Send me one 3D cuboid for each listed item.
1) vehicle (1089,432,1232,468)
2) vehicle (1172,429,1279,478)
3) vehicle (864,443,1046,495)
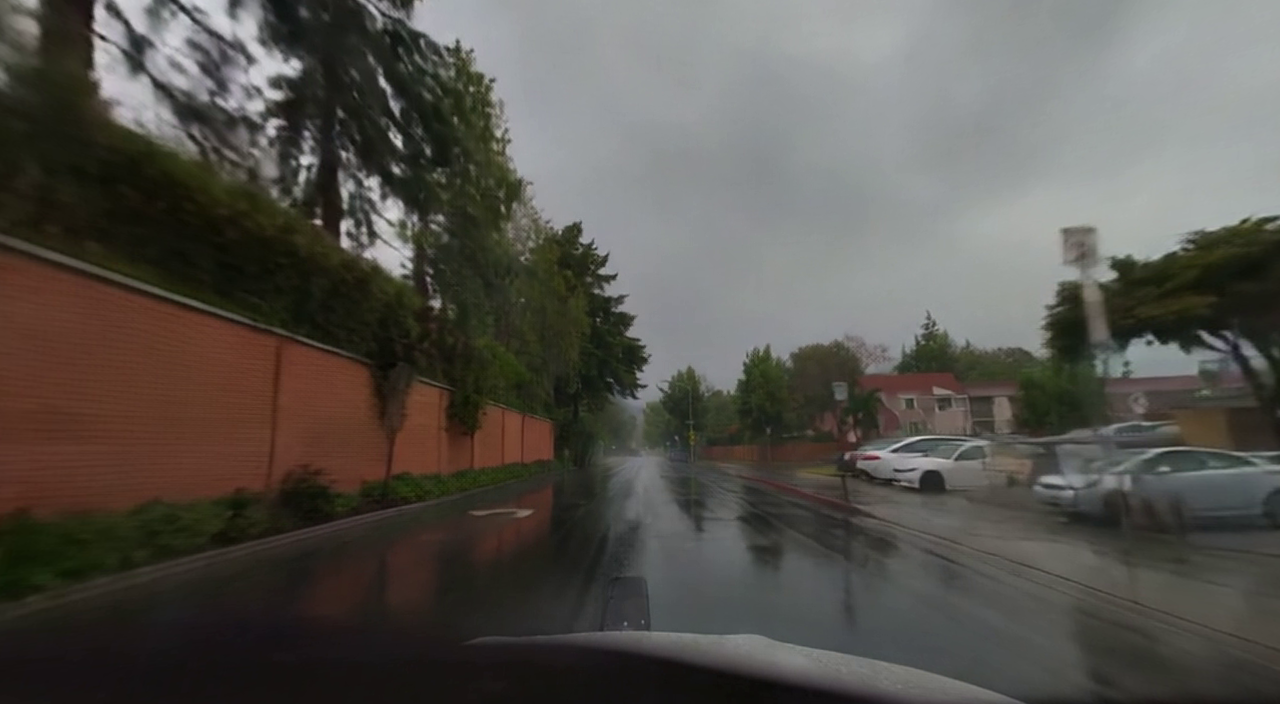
[{"bbox_3d":[23.744,4.505,28.860,4.873,1.501,1.950,1,-9,-3],"label":"vehicle"},{"bbox_3d":[23.090,3.716,23.389,4.740,1.536,2.084,-3,-9,-1],"label":"vehicle"},{"bbox_3d":[9.352,3.494,19.027,4.309,1.442,2.145,0,-9,-1],"label":"vehicle"}]
